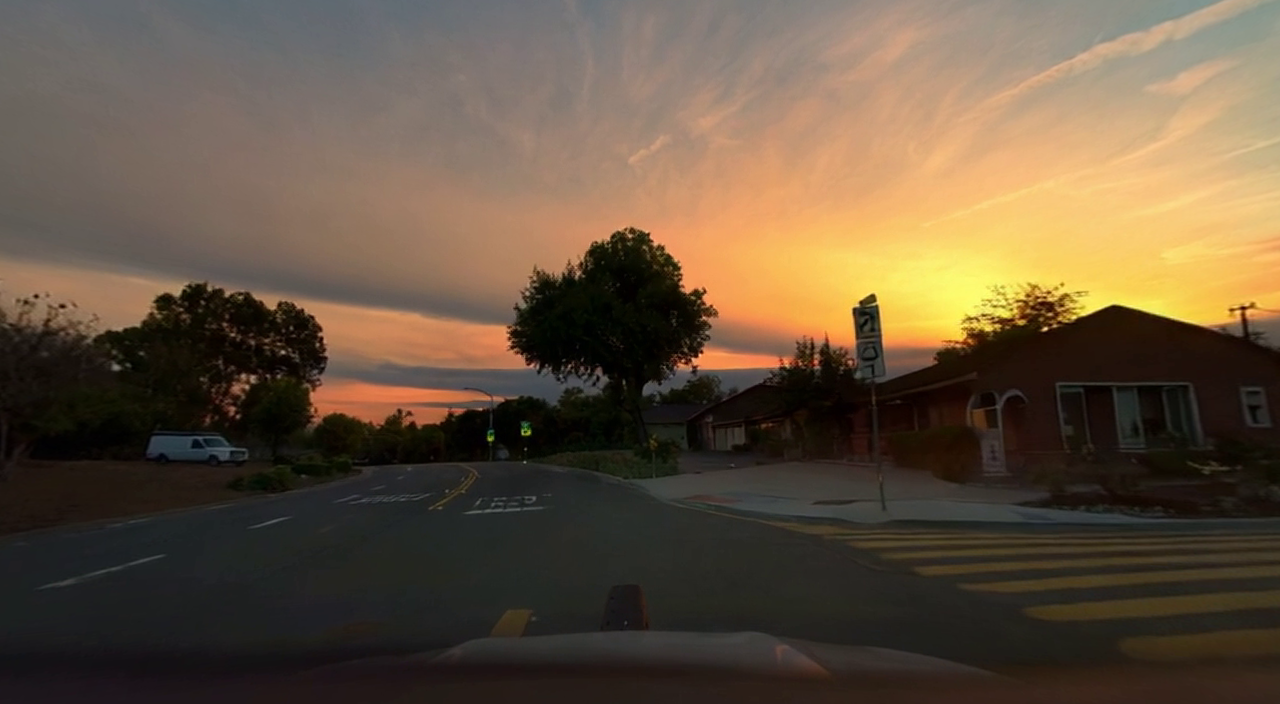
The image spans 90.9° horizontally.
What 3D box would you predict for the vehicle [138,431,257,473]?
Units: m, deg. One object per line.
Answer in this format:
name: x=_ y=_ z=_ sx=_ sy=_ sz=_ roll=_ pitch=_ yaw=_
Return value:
vehicle: x=-22.085 y=4.976 z=31.495 sx=4.699 sy=1.996 sz=2.116 roll=-2 pitch=-9 yaw=13
